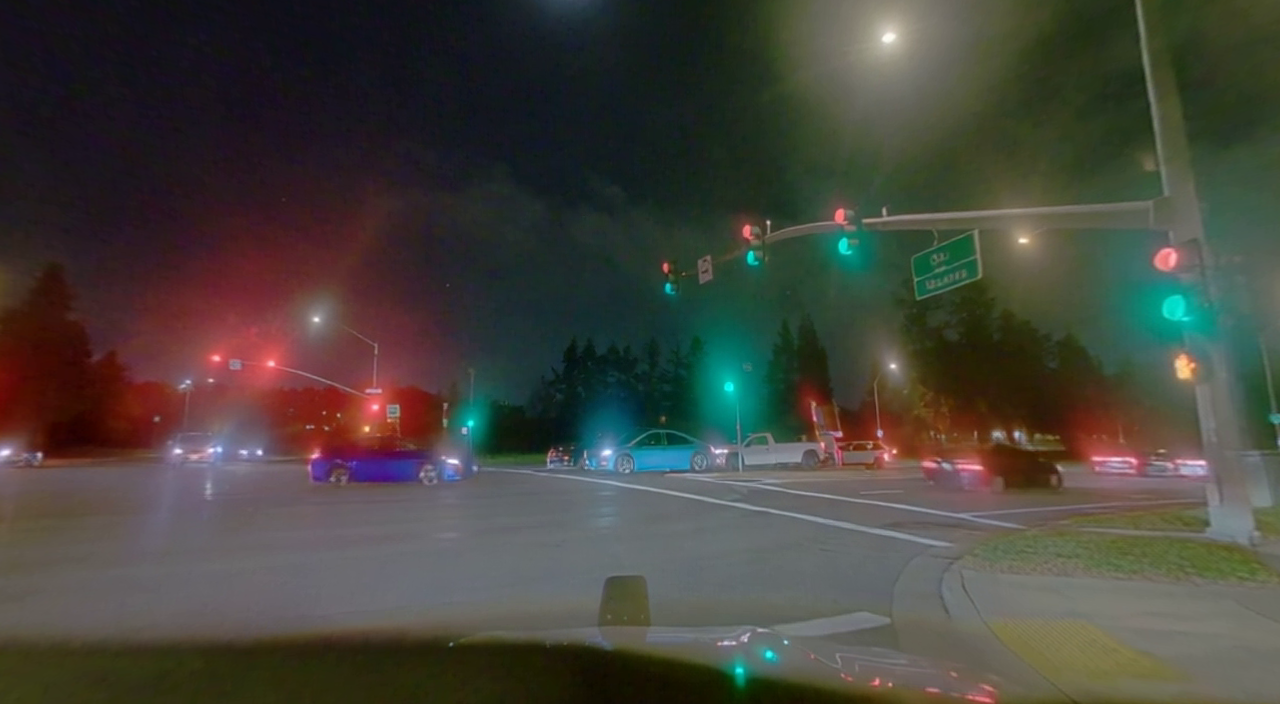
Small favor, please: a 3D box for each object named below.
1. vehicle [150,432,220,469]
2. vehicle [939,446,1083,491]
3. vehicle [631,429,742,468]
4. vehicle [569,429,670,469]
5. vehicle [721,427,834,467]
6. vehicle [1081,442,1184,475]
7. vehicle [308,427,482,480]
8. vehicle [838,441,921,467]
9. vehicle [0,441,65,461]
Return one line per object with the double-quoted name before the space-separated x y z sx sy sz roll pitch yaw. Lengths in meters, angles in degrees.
"vehicle" -24.861 5.352 34.356 2.450 1.807 5.332 7 -11 -41
"vehicle" 12.481 3.845 21.202 4.425 1.366 1.865 4 -9 -24
"vehicle" 2.044 4.201 27.548 4.483 1.589 1.852 4 -9 -26
"vehicle" -0.950 4.565 29.842 4.360 1.749 1.895 4 -10 -28
"vehicle" 7.431 5.143 33.879 5.791 1.964 2.199 5 -10 -25
"vehicle" 23.822 5.123 30.450 5.032 1.473 1.827 4 -9 -26
"vehicle" -7.358 3.019 18.962 4.686 1.425 2.018 -3 -9 22
"vehicle" 13.931 5.929 36.677 4.457 1.429 1.862 4 -9 -25
"vehicle" -46.404 7.399 47.091 4.589 1.462 1.953 2 -9 -12
